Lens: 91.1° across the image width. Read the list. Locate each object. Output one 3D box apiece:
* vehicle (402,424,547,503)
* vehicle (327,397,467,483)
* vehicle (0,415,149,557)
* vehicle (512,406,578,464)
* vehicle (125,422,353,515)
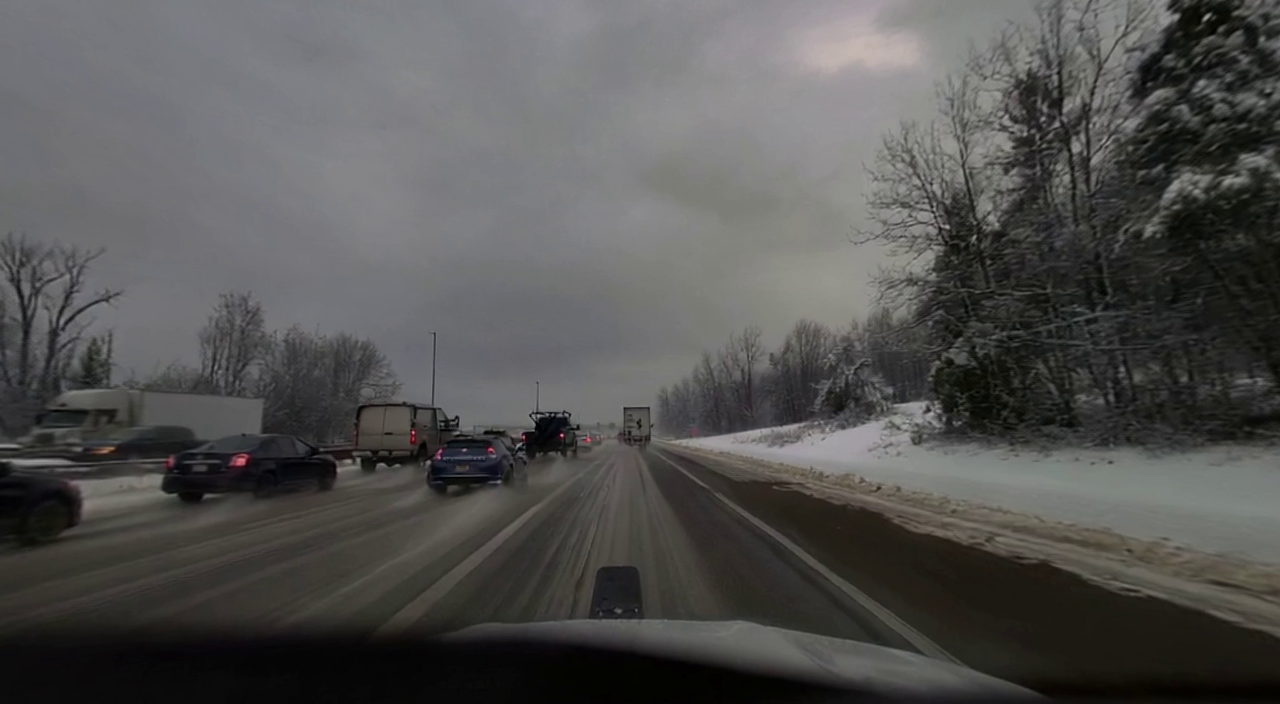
[{"bbox_3d":[-3.458,2.400,14.058,2.089,1.485,4.153,0,-8,0],"label":"vehicle"},{"bbox_3d":[-7.703,2.878,20.786,2.386,2.435,5.831,0,-8,-1],"label":"vehicle"},{"bbox_3d":[-8.097,1.468,6.814,2.032,1.560,4.327,0,-8,0],"label":"vehicle"},{"bbox_3d":[-4.433,3.984,30.245,2.427,2.514,5.159,0,-8,0],"label":"vehicle"},{"bbox_3d":[-7.683,2.233,12.626,1.957,1.545,3.971,0,-8,0],"label":"vehicle"}]
